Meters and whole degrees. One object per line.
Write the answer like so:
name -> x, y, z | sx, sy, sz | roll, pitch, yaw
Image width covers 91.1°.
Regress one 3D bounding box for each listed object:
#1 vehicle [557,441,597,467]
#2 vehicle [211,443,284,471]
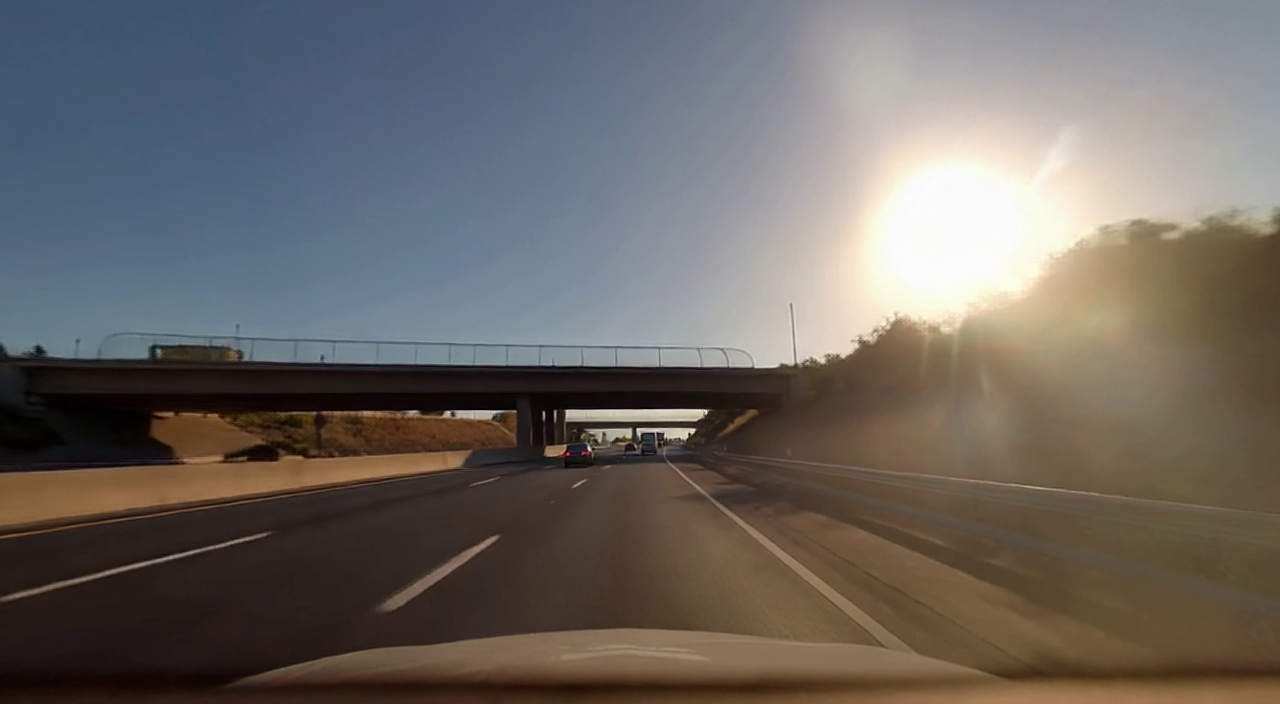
vehicle -> -3.906, 6.455, 39.876 | 1.961, 1.540, 4.487 | -1, -9, 2
vehicle -> -23.543, 6.291, 37.885 | 1.819, 1.546, 3.816 | -1, -9, 1
